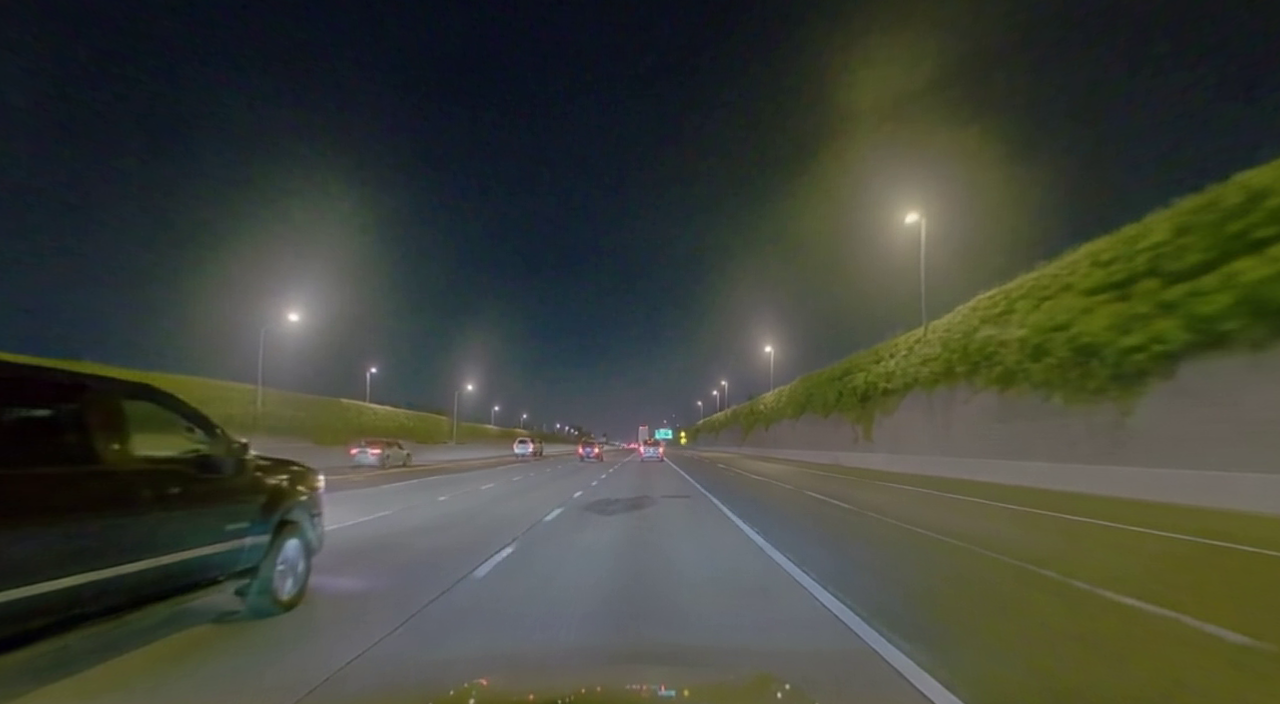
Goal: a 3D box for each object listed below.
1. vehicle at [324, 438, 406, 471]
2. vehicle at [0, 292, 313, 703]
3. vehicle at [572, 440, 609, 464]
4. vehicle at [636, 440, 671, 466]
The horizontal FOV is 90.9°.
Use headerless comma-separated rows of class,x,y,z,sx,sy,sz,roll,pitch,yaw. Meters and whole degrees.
vehicle,-13.564,5.065,31.443,1.952,1.469,4.639,0,-8,1
vehicle,-3.232,0.634,1.633,2.124,1.787,4.830,0,-8,1
vehicle,-3.143,6.448,40.889,2.056,1.480,4.022,0,-8,1
vehicle,0.804,6.213,39.111,2.073,1.480,4.343,0,-8,0
